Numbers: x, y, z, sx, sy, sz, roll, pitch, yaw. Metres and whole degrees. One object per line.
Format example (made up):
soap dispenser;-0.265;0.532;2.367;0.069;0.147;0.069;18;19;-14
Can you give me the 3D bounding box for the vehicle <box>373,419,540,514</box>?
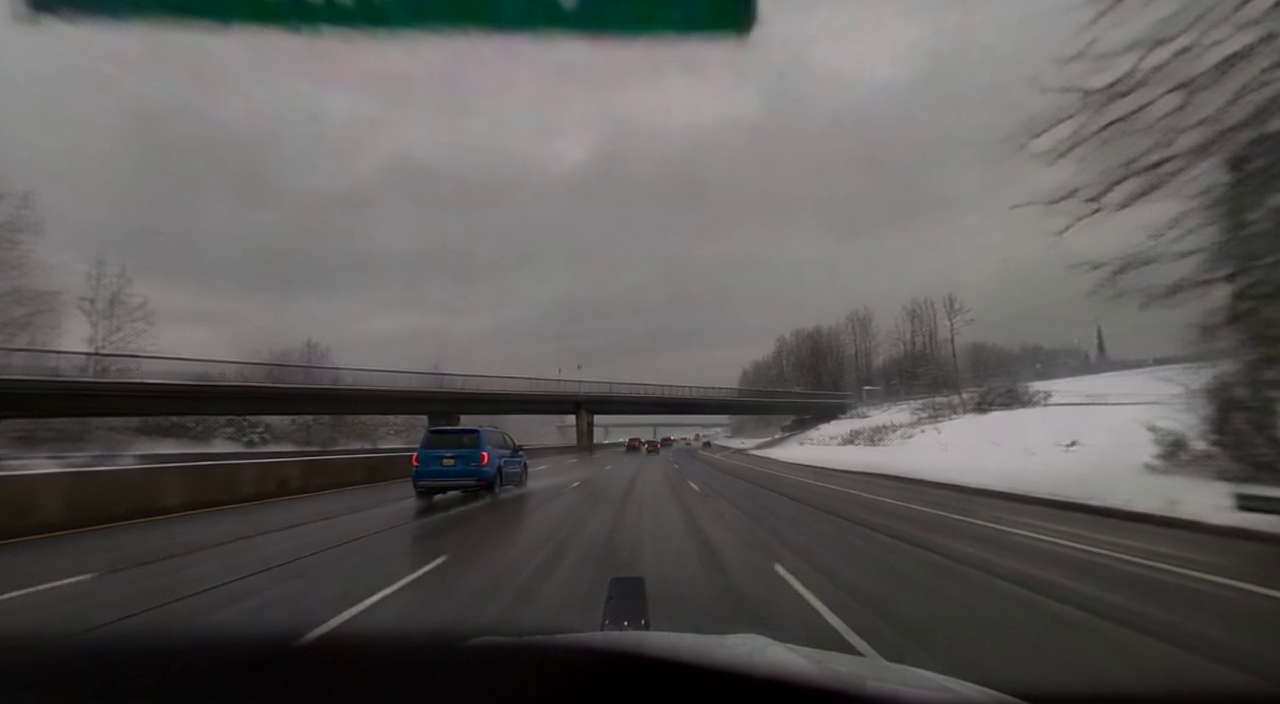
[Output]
vehicle;-3.684;2.397;13.675;2.177;1.707;4.432;0;-8;2
